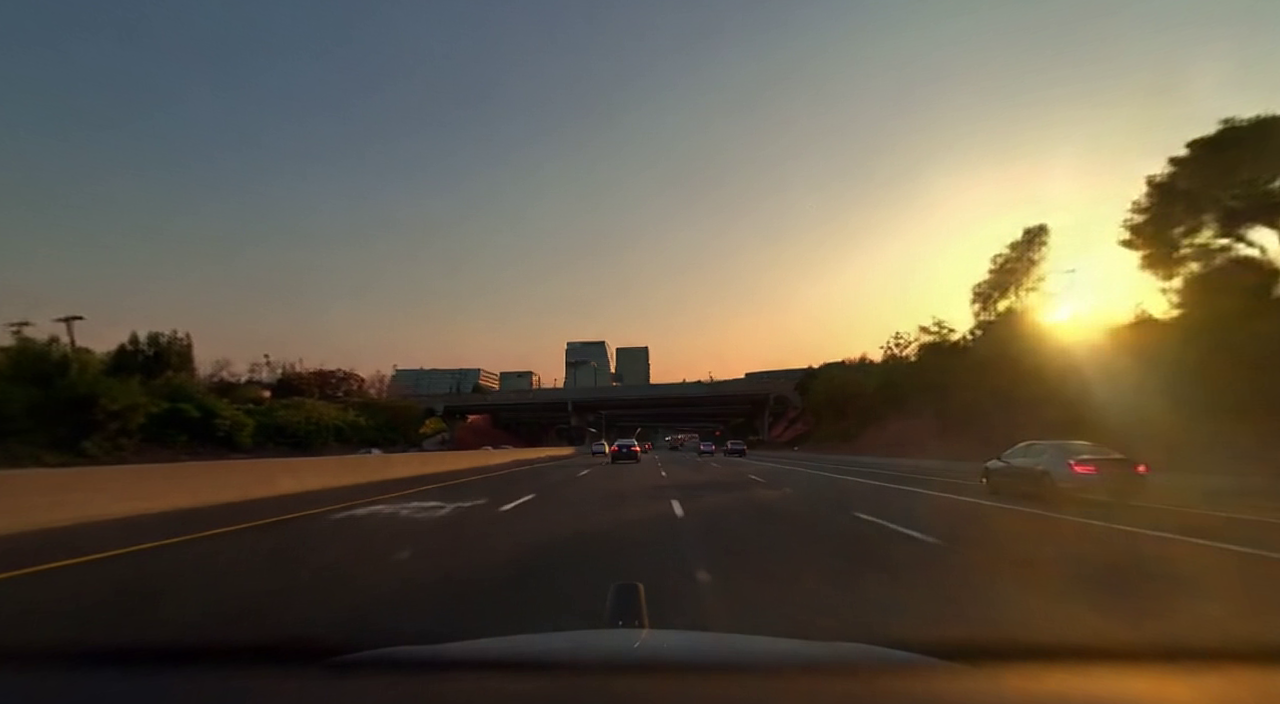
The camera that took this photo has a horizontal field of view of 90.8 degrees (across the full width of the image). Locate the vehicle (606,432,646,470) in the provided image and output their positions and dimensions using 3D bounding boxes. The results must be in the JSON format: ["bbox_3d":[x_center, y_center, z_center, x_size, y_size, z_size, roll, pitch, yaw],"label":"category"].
[{"bbox_3d":[-0.653,5.194,33.126,1.893,1.827,4.513,0,-8,1],"label":"vehicle"}]

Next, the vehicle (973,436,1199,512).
[{"bbox_3d":[9.810,2.692,14.471,1.900,1.432,4.519,0,-8,0],"label":"vehicle"}]
